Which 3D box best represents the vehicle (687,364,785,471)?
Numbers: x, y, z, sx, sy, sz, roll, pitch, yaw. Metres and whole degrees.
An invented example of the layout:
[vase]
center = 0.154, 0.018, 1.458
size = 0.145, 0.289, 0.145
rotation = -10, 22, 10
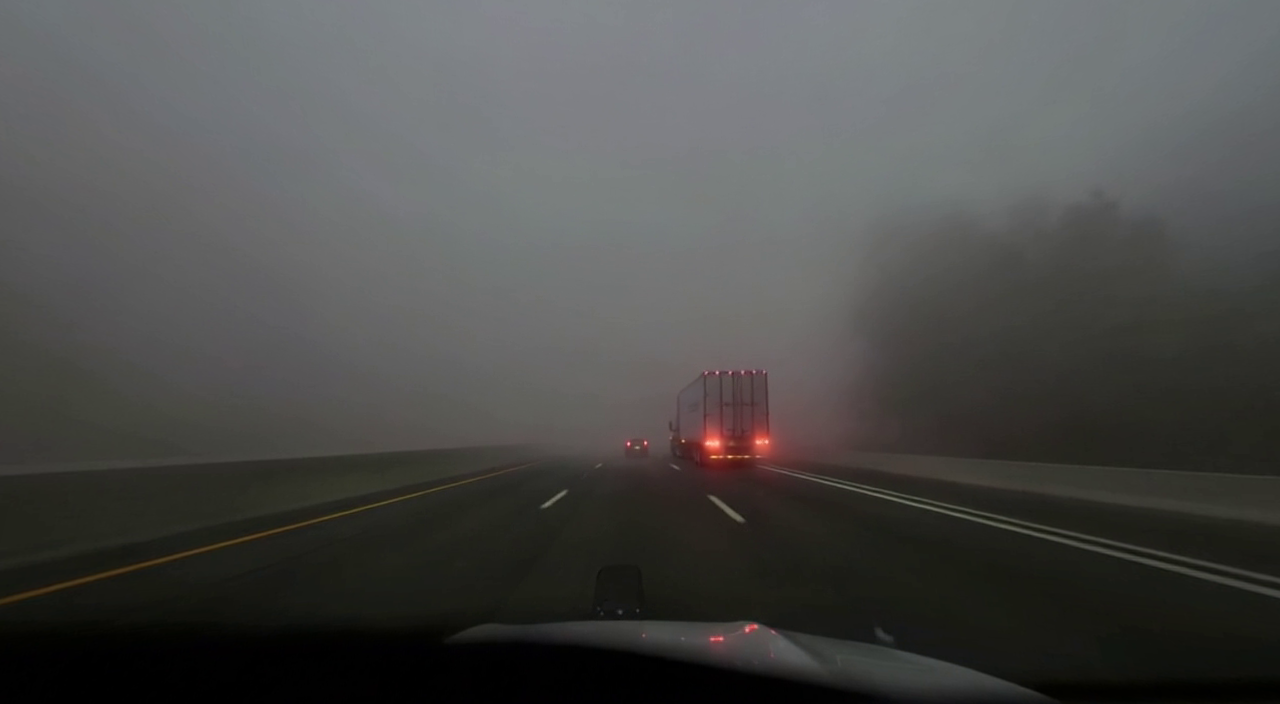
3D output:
[vehicle]
center = 3.882, 3.036, 27.679
size = 2.840, 3.947, 8.920
rotation = 0, -8, 0
